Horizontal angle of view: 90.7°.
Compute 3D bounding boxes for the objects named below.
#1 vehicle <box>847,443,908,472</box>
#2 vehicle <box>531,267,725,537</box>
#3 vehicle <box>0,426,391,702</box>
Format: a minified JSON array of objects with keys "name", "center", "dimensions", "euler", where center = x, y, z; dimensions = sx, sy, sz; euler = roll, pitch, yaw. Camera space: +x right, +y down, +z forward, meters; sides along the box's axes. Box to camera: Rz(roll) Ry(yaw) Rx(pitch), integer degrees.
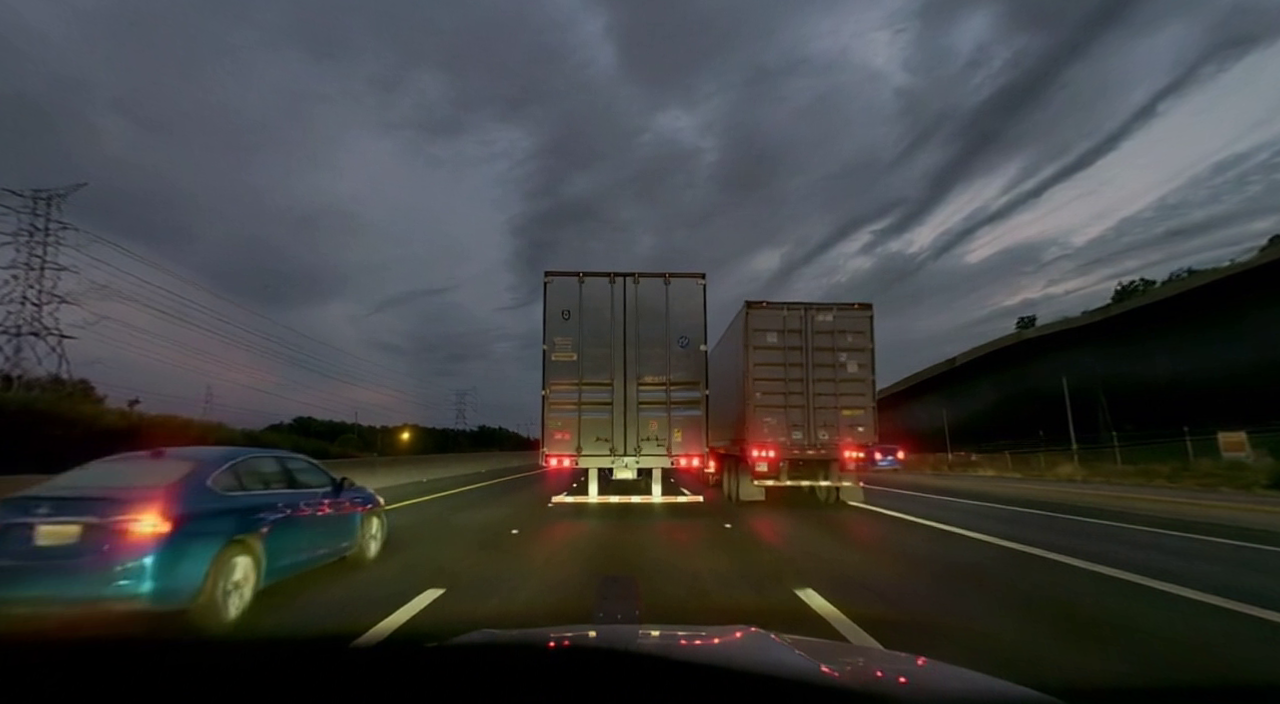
[{"name":"vehicle","center":[12.768,5.706,34.280],"dimensions":[1.766,1.452,3.703],"euler":[0,-9,-2]},{"name":"vehicle","center":[-0.172,1.584,15.559],"dimensions":[2.841,4.071,12.046],"euler":[0,-9,0]},{"name":"vehicle","center":[-4.182,1.497,5.756],"dimensions":[1.993,1.475,4.540],"euler":[0,-9,0]}]
